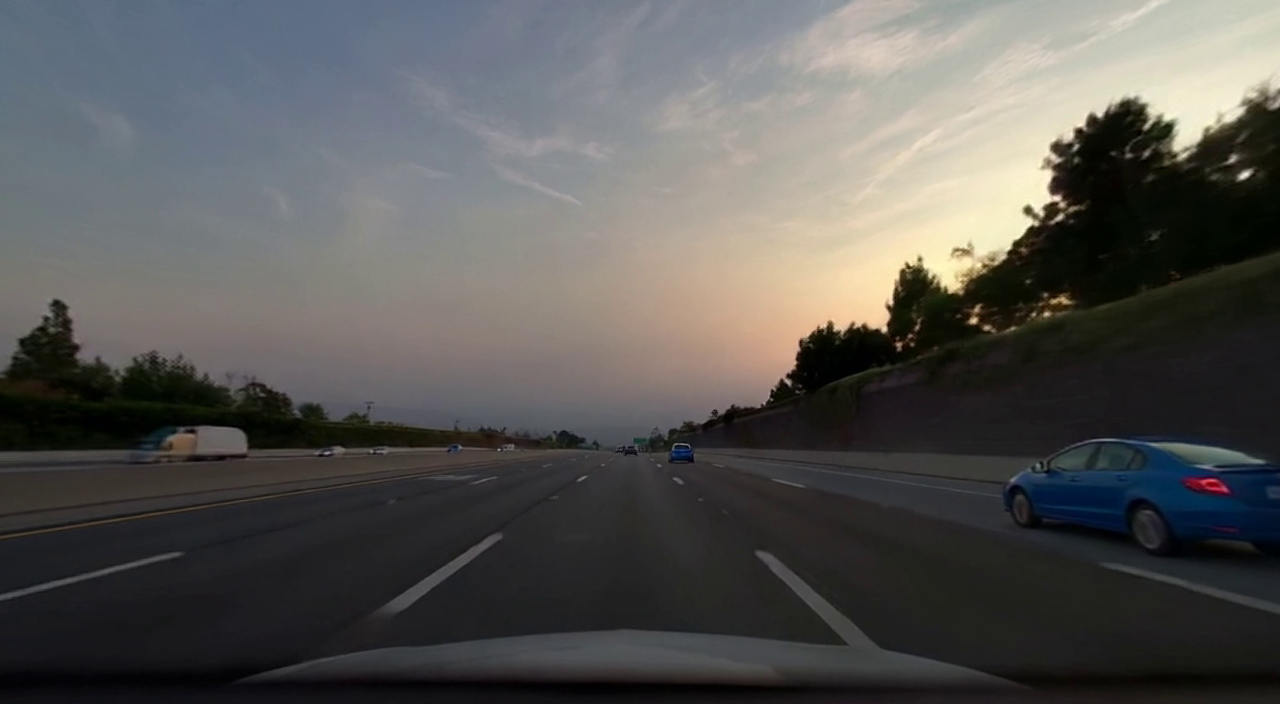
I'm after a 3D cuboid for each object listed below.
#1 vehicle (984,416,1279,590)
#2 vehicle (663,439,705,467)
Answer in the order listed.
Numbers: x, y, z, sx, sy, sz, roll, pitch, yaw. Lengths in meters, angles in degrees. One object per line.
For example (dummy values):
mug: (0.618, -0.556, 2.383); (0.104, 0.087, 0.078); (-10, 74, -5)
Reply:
vehicle: (6.765, 1.650, 7.734); (2.227, 1.522, 5.041); (0, -8, 0)
vehicle: (2.691, 6.294, 39.421); (2.270, 1.615, 3.770); (0, -8, -1)
